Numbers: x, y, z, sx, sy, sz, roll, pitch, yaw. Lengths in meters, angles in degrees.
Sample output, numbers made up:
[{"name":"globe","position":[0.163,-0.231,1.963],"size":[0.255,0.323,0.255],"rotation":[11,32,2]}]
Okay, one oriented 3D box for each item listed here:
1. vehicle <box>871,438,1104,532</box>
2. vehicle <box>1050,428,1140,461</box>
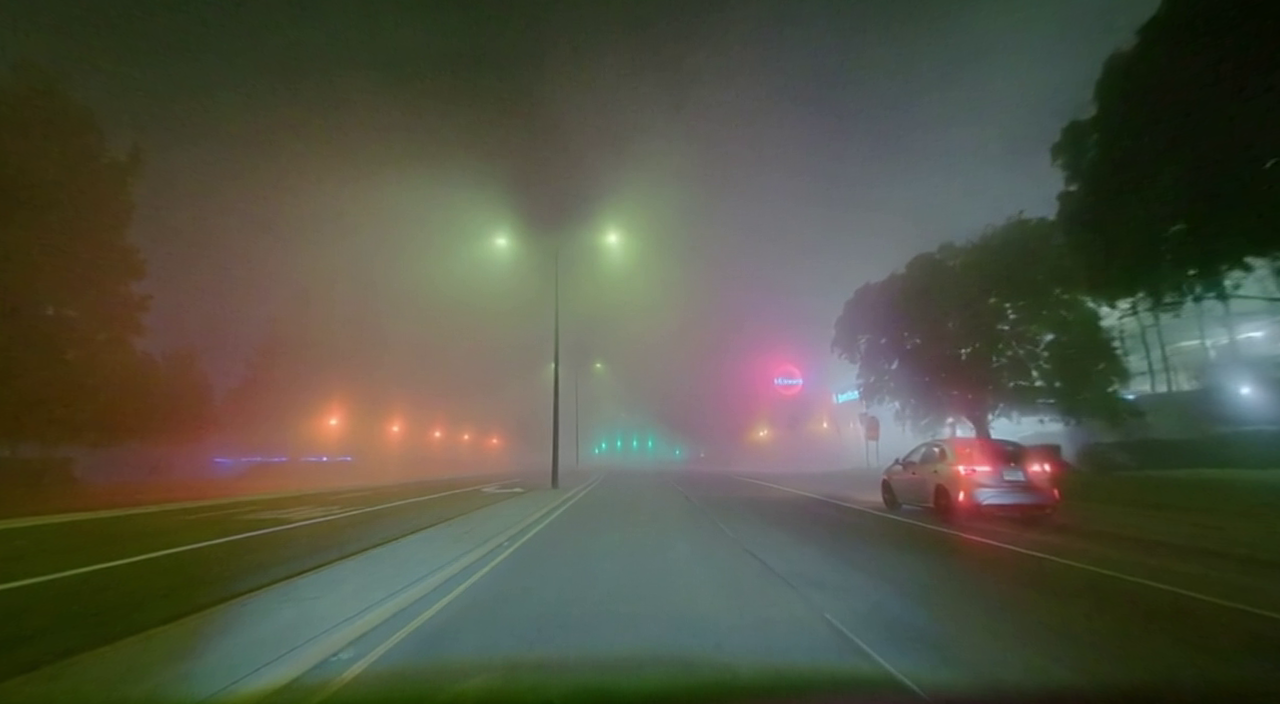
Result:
[{"name":"vehicle","position":[6.616,2.563,12.839],"size":[1.913,1.504,4.738],"rotation":[0,-9,-2]},{"name":"vehicle","position":[28.918,5.846,40.370],"size":[2.149,1.871,4.506],"rotation":[-1,-6,-4]}]
